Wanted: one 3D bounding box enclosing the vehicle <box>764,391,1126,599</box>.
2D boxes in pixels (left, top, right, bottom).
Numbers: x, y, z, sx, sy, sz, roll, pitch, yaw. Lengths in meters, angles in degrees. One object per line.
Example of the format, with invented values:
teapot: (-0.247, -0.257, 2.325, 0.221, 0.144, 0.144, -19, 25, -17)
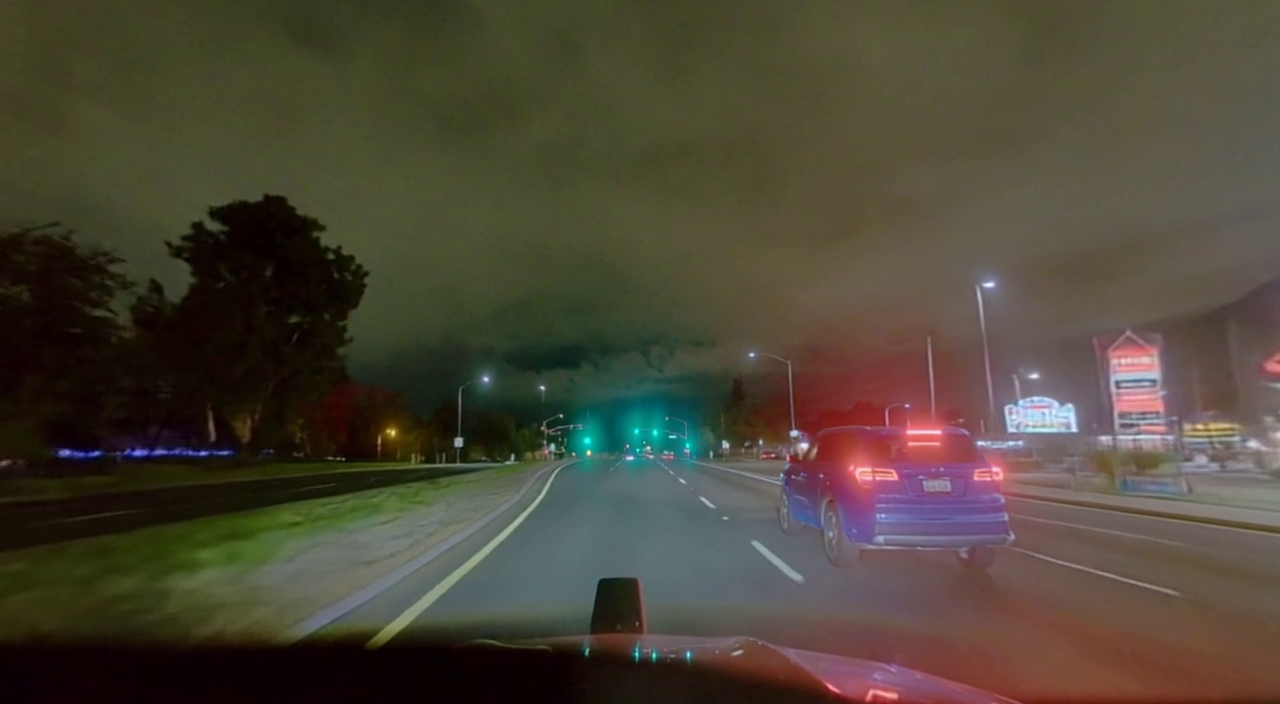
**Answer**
vehicle: (3.100, 1.583, 7.853, 2.130, 1.790, 4.615, 0, -9, -1)
